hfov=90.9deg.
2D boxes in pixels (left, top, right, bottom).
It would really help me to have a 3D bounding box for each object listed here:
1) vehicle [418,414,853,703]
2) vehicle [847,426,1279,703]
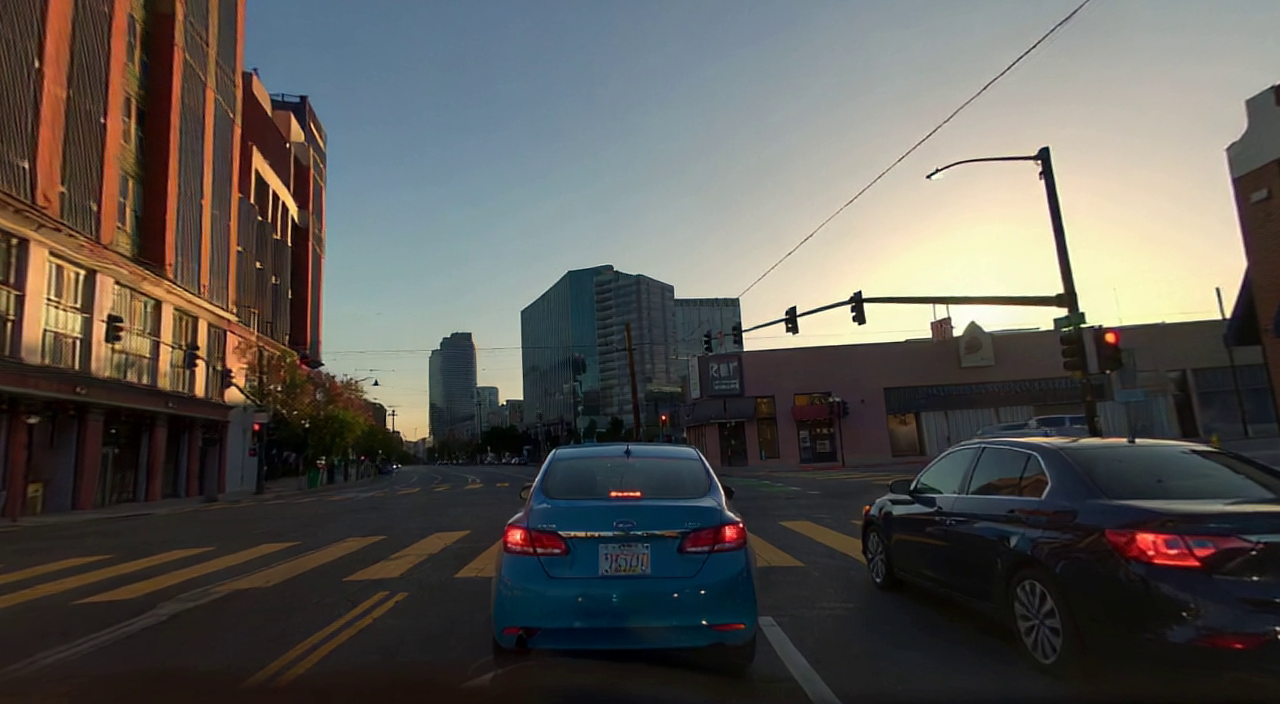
[{"bbox_3d":[-0.054,1.351,5.148,2.094,1.481,4.078,0,-8,-1],"label":"vehicle"},{"bbox_3d":[3.342,1.377,5.080,1.860,1.430,4.089,0,-8,-1],"label":"vehicle"}]
